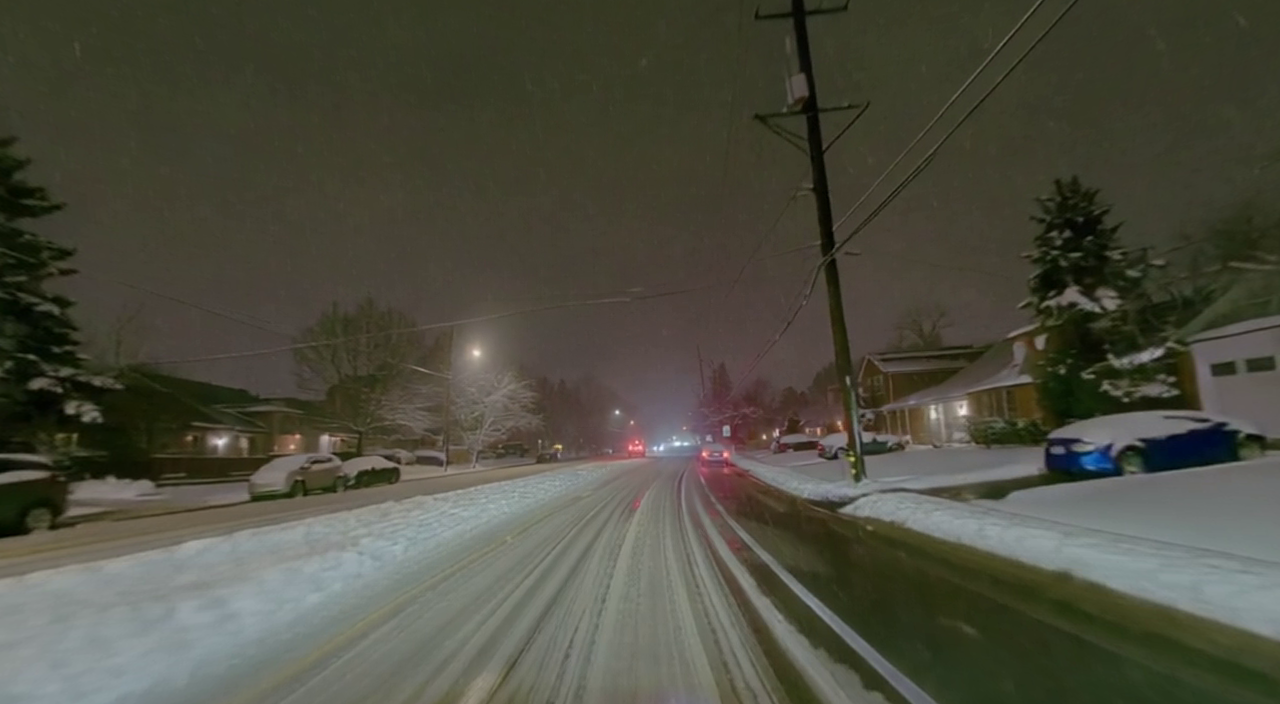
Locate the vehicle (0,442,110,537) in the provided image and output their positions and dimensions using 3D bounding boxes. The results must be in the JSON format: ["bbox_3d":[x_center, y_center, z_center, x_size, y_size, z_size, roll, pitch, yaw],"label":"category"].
[{"bbox_3d":[-14.247,2.881,12.682,2.114,1.931,5.936,-6,-8,1],"label":"vehicle"}]

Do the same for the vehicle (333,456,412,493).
[{"bbox_3d":[-13.171,6.018,31.390,1.695,1.423,4.371,-8,-9,4],"label":"vehicle"}]

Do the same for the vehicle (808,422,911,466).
[{"bbox_3d":[11.259,4.757,32.641,4.463,1.765,1.960,-5,-8,-2],"label":"vehicle"}]

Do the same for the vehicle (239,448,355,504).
[{"bbox_3d":[-13.780,4.966,25.720,2.009,1.789,4.449,-8,-9,4],"label":"vehicle"}]

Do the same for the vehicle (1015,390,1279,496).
[{"bbox_3d":[10.629,1.861,13.048,4.383,1.602,1.920,-6,-8,0],"label":"vehicle"}]

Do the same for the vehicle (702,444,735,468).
[{"bbox_3d":[5.158,6.836,41.835,2.016,1.477,4.207,-1,-8,5],"label":"vehicle"}]
